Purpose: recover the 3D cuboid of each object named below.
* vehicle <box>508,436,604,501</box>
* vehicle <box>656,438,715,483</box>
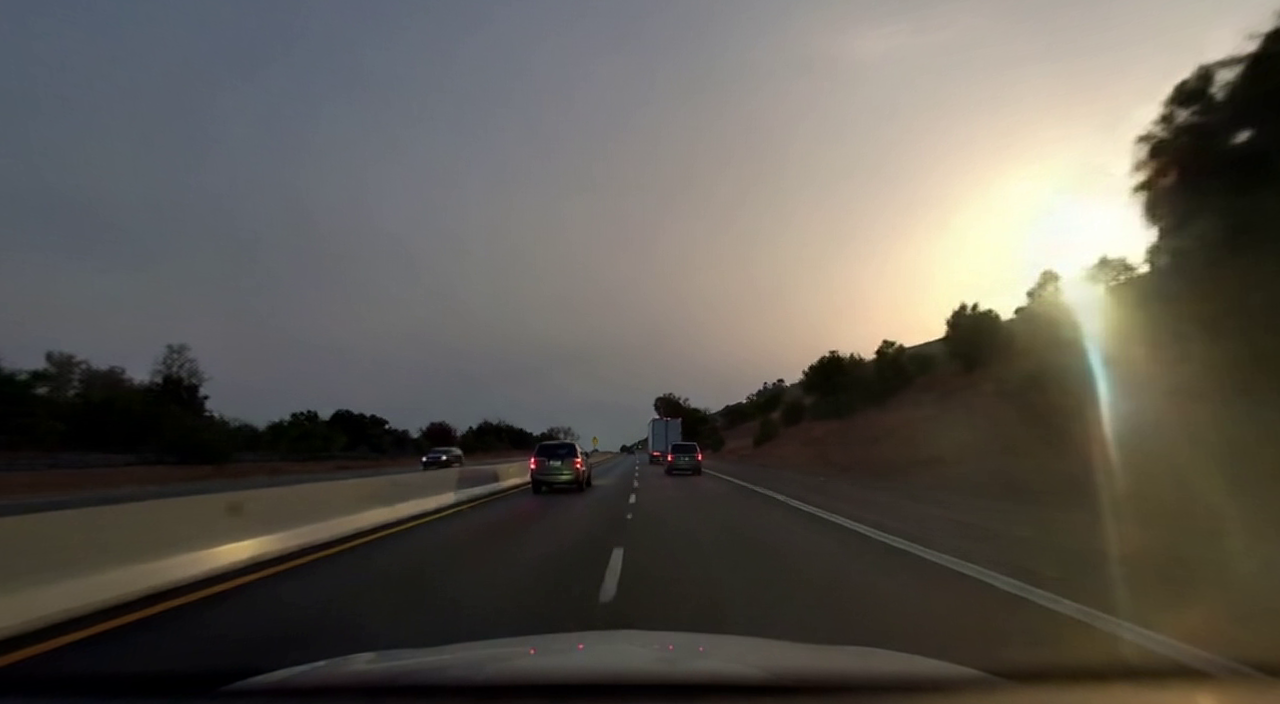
[{"bbox_3d":[-2.297,3.364,18.540,2.181,1.653,4.691,0,-9,0],"label":"vehicle"},{"bbox_3d":[1.826,4.568,26.594,2.230,1.715,4.243,0,-9,0],"label":"vehicle"}]
